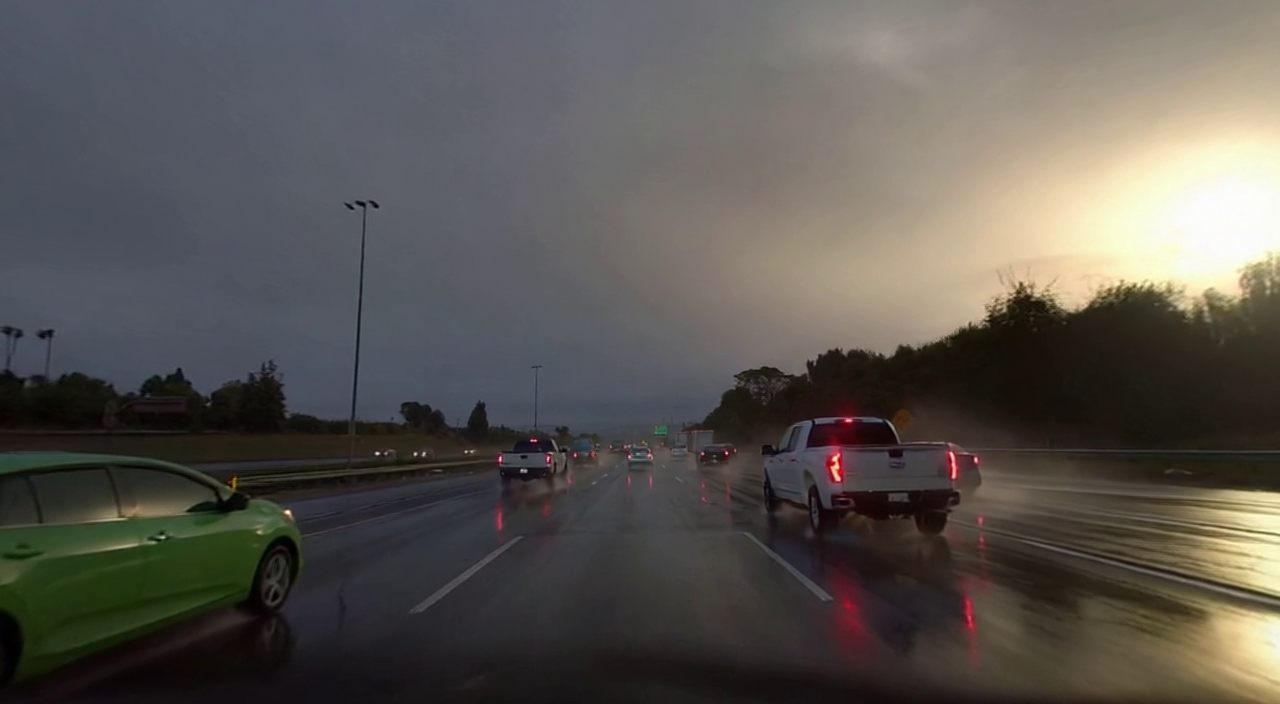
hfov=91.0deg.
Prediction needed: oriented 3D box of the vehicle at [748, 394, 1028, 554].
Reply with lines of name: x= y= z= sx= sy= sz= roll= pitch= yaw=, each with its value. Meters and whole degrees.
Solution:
vehicle: x=3.490 y=1.898 z=10.477 sx=2.340 sy=1.925 sz=5.529 roll=0 pitch=-9 yaw=-1

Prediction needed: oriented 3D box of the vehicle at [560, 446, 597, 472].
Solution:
vehicle: x=-3.688 y=6.505 z=38.601 sx=1.907 sy=1.484 sz=3.954 roll=0 pitch=-9 yaw=-1

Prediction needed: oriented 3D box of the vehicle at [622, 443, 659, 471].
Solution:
vehicle: x=0.014 y=6.326 z=38.243 sx=2.147 sy=1.572 sz=4.094 roll=0 pitch=-9 yaw=0

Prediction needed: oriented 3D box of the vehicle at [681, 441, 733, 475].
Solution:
vehicle: x=3.396 y=5.501 z=32.812 sx=2.145 sy=1.636 sz=4.437 roll=1 pitch=-9 yaw=-2

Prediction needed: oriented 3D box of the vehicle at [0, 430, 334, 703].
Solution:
vehicle: x=-3.865 y=1.187 z=3.646 sx=1.947 sy=1.424 sz=4.264 roll=0 pitch=-9 yaw=1

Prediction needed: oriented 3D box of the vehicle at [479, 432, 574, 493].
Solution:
vehicle: x=-3.664 y=3.688 z=21.353 sx=2.176 sy=1.783 sz=4.799 roll=0 pitch=-9 yaw=2
